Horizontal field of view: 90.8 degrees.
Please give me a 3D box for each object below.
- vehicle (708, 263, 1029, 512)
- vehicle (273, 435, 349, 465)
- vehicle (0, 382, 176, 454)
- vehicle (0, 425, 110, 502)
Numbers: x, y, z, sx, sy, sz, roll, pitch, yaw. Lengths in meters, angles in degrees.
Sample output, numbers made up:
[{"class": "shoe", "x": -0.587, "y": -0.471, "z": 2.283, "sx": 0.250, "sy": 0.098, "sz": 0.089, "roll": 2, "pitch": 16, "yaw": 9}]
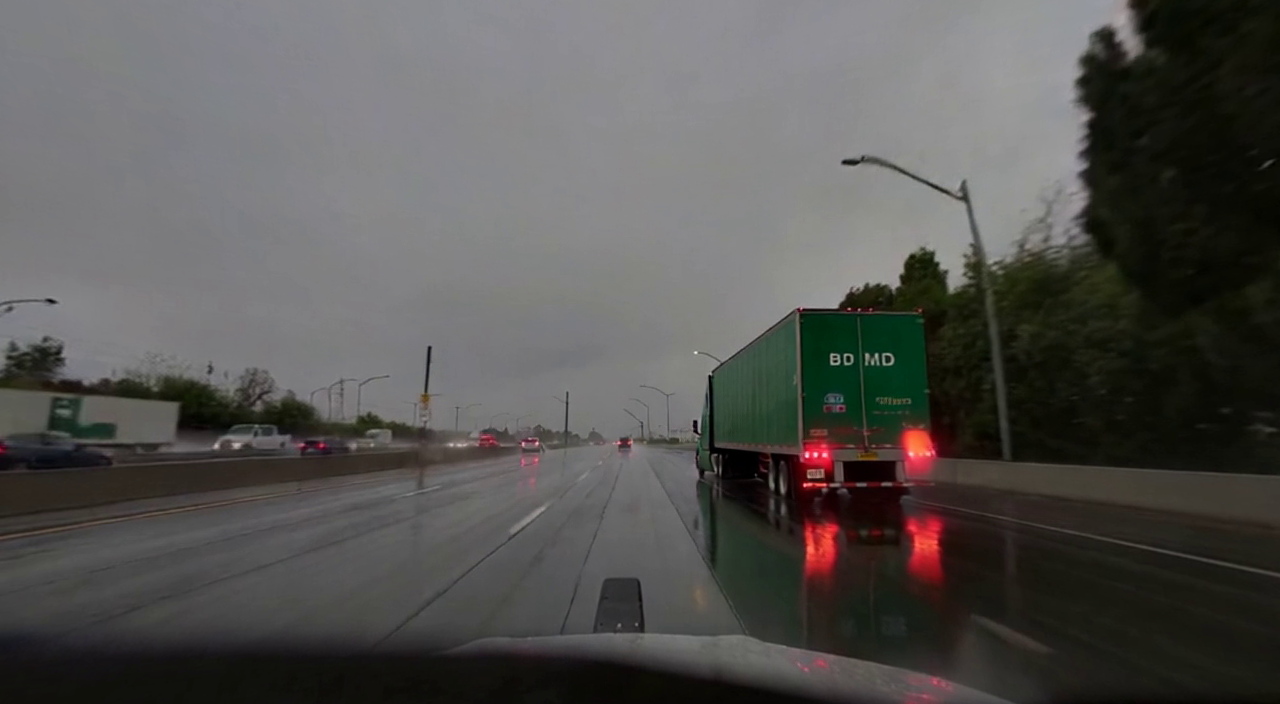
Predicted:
[{"class": "vehicle", "x": 4.357, "y": 1.609, "z": 17.442, "sx": 2.891, "sy": 3.944, "sz": 15.051, "roll": 0, "pitch": -8, "yaw": -2}, {"class": "vehicle", "x": -18.437, "y": 5.514, "z": 35.660, "sx": 1.913, "sy": 1.540, "sz": 4.540, "roll": 0, "pitch": -8, "yaw": -1}, {"class": "vehicle", "x": -38.659, "y": 4.700, "z": 42.474, "sx": 2.924, "sy": 4.077, "sz": 16.538, "roll": 0, "pitch": -8, "yaw": -2}, {"class": "vehicle", "x": -14.720, "y": 2.400, "z": 13.578, "sx": 1.970, "sy": 1.618, "sz": 5.364, "roll": 0, "pitch": -8, "yaw": 0}]
